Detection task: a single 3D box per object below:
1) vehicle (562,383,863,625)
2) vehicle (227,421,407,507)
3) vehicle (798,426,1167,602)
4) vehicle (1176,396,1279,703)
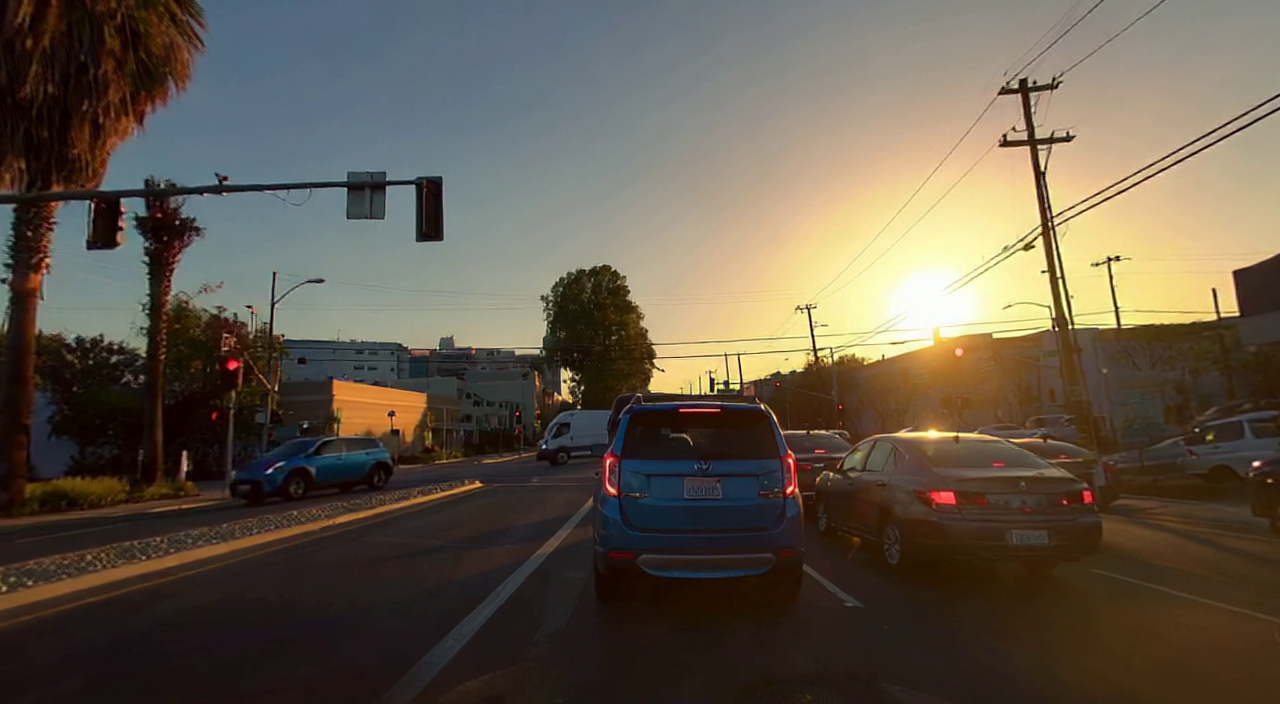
[{"bbox_3d":[0.464,1.439,6.887,2.228,1.780,4.269,0,-9,-2],"label":"vehicle"},{"bbox_3d":[-11.318,3.971,22.832,2.230,2.653,5.869,-3,-9,16],"label":"vehicle"},{"bbox_3d":[3.437,1.688,7.502,1.895,1.456,4.255,0,-9,-2],"label":"vehicle"},{"bbox_3d":[3.360,0.650,0.651,1.805,1.485,4.348,0,-9,1],"label":"vehicle"}]
